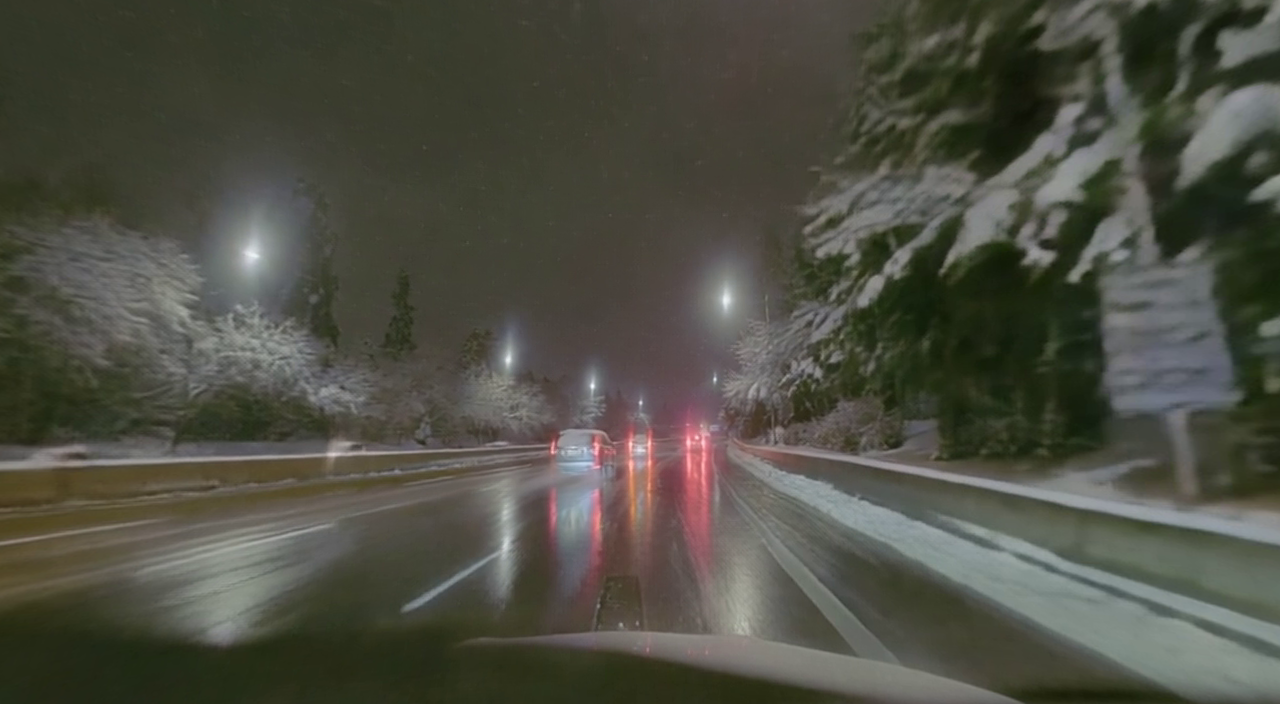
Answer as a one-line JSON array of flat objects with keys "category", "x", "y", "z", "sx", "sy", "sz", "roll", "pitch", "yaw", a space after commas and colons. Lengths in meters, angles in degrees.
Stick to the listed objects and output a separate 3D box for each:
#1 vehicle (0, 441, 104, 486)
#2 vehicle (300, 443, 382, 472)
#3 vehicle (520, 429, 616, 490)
[{"category": "vehicle", "x": -23.930, "y": 4.326, "z": 24.822, "sx": 1.852, "sy": 1.614, "sz": 4.189, "roll": -1, "pitch": -8, "yaw": 5}, {"category": "vehicle", "x": -16.173, "y": 5.718, "z": 34.465, "sx": 1.985, "sy": 1.475, "sz": 4.483, "roll": -1, "pitch": -8, "yaw": 5}, {"category": "vehicle", "x": -2.056, "y": 3.274, "z": 19.615, "sx": 2.082, "sy": 1.638, "sz": 4.644, "roll": -1, "pitch": -8, "yaw": 5}]
